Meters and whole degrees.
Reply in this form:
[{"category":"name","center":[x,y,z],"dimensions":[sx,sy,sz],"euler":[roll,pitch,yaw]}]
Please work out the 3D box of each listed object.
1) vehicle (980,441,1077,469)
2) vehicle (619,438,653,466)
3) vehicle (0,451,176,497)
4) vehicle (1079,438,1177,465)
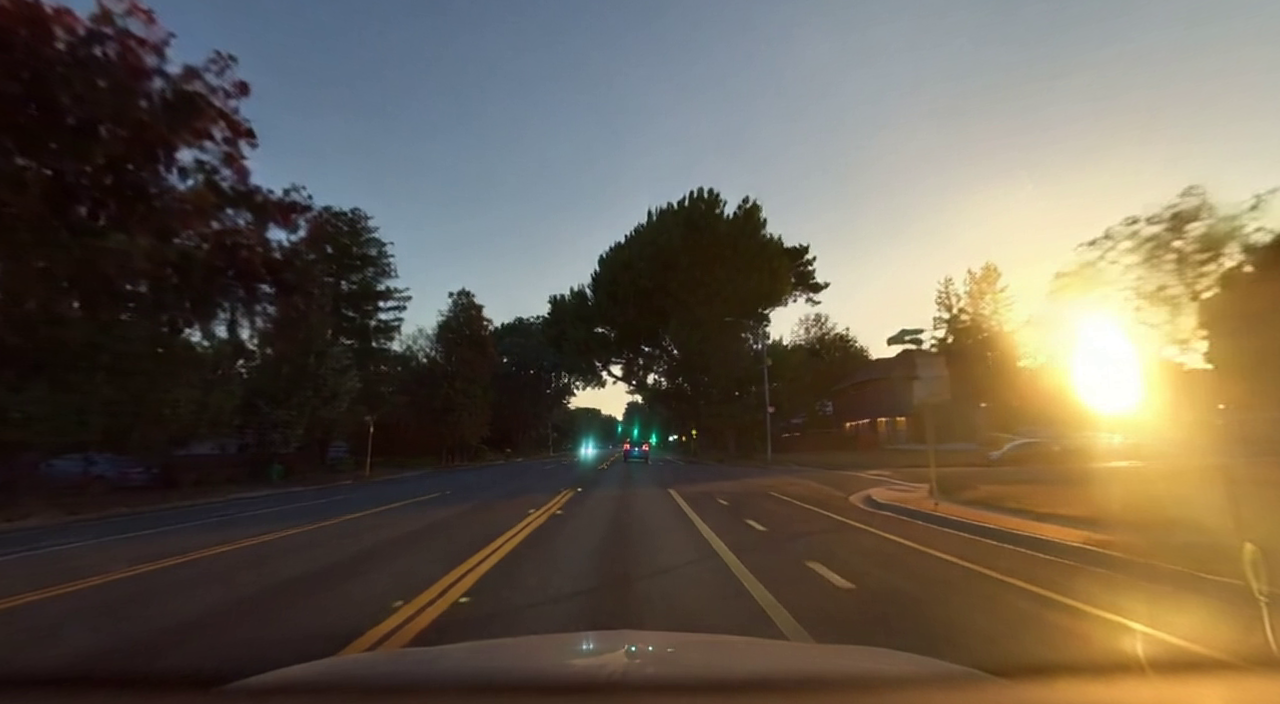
[{"category":"vehicle","center":[22.180,5.876,36.185],"dimensions":[4.218,1.505,2.169],"euler":[1,-9,-8]},{"category":"vehicle","center":[-0.271,6.854,43.324],"dimensions":[2.230,1.827,4.298],"euler":[0,-9,-1]},{"category":"vehicle","center":[-19.861,4.316,22.569],"dimensions":[4.818,1.506,2.289],"euler":[-1,-9,4]},{"category":"vehicle","center":[28.596,5.827,37.085],"dimensions":[4.359,1.479,1.890],"euler":[1,-9,-7]}]
